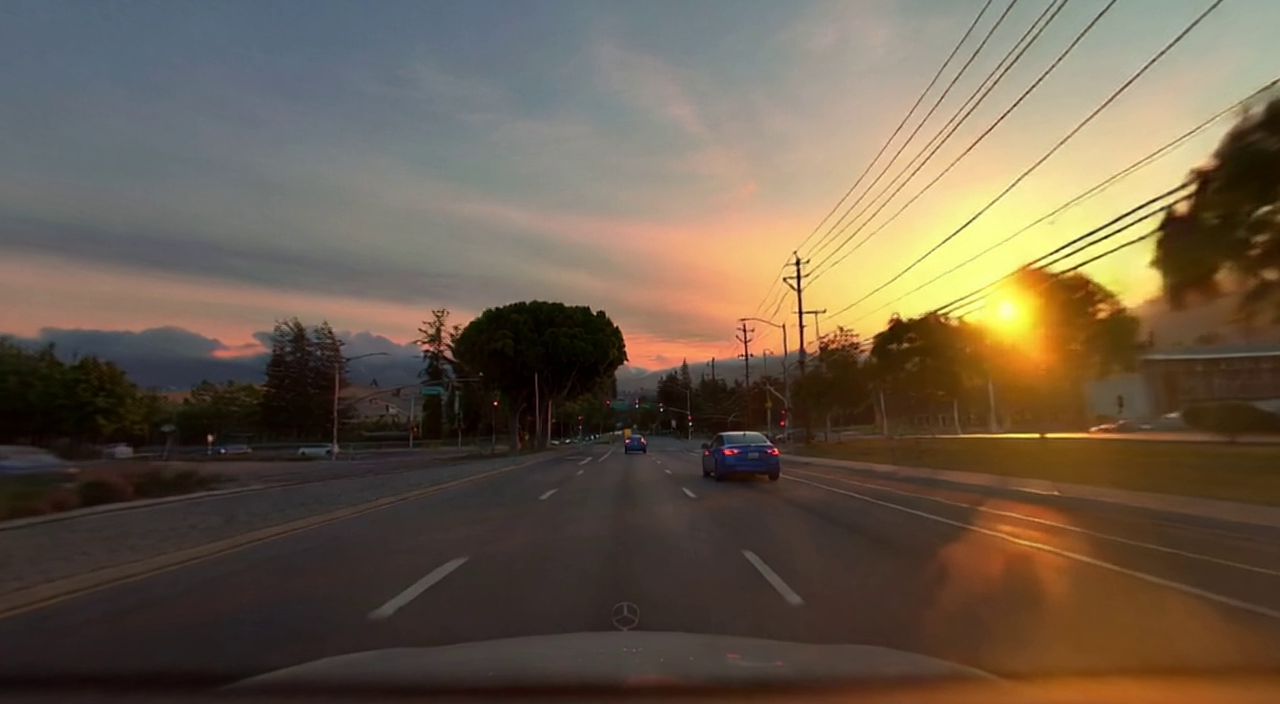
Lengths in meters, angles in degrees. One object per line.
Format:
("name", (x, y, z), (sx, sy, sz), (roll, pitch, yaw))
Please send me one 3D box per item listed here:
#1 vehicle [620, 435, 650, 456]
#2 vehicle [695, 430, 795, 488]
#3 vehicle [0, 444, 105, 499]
("vehicle", (-0.374, 6.819, 45.958), (2.110, 1.466, 3.860), (0, -8, -1))
("vehicle", (2.830, 3.001, 18.095), (2.004, 1.448, 4.263), (0, -8, -2))
("vehicle", (-22.049, 4.208, 22.560), (1.946, 1.787, 4.469), (0, -8, -1))
